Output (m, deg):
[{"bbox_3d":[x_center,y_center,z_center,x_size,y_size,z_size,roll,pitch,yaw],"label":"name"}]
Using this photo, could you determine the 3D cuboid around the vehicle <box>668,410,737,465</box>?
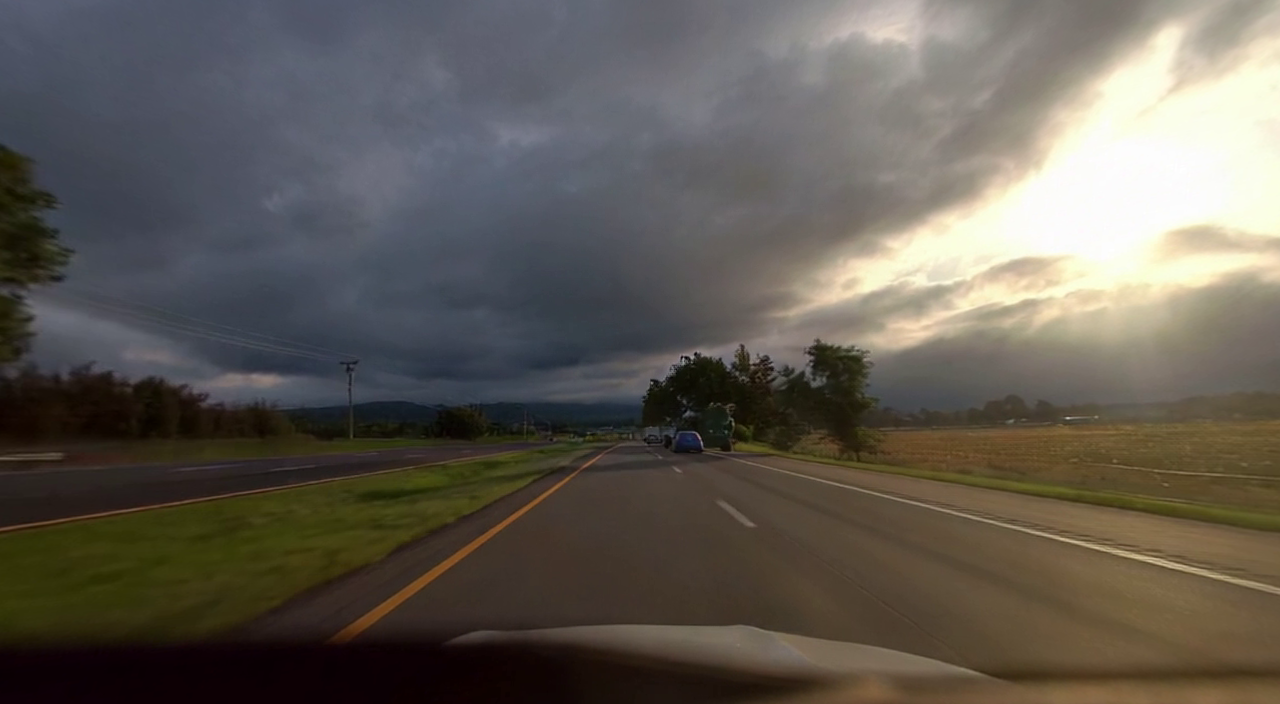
[{"bbox_3d":[3.222,4.616,34.211,2.821,2.672,6.205,0,-8,-3],"label":"vehicle"}]
